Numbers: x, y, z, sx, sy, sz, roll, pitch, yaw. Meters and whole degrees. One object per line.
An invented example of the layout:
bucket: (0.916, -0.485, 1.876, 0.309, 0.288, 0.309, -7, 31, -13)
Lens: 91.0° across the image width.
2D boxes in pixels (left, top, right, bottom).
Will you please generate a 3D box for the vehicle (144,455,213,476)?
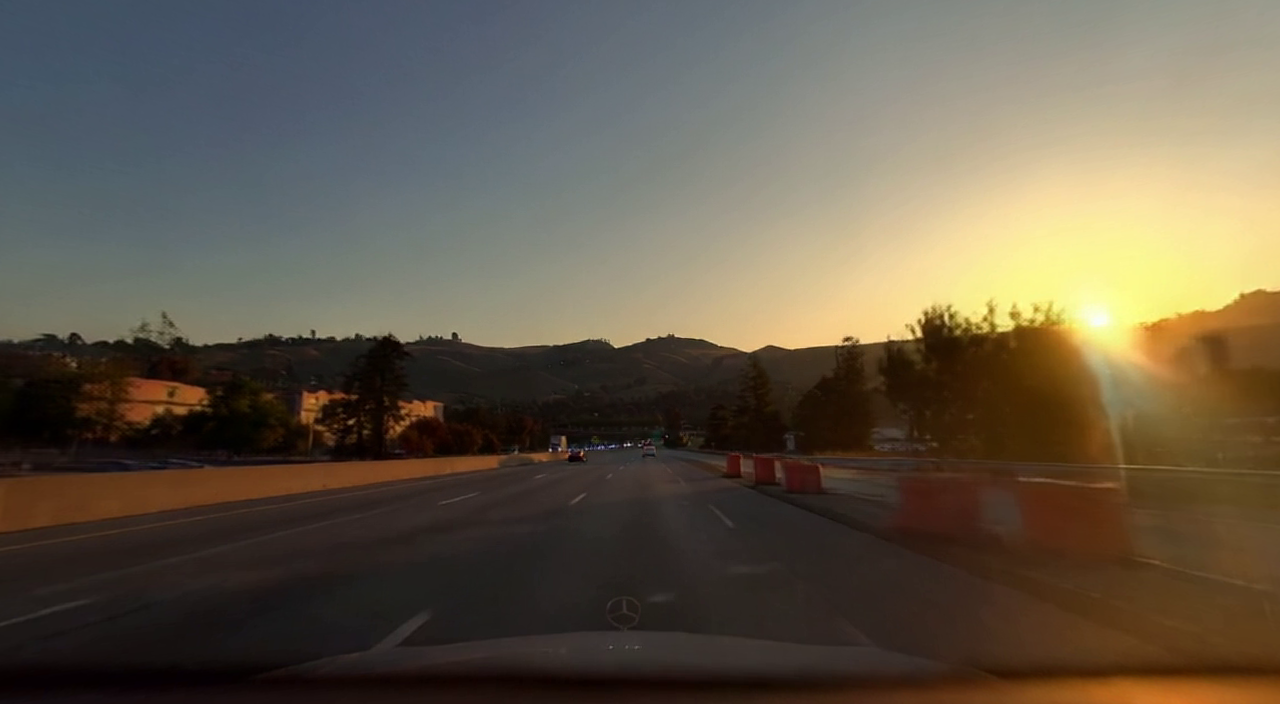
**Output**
vehicle: (-35.840, 8.830, 48.964, 3.890, 1.540, 1.824, 0, -9, 0)
